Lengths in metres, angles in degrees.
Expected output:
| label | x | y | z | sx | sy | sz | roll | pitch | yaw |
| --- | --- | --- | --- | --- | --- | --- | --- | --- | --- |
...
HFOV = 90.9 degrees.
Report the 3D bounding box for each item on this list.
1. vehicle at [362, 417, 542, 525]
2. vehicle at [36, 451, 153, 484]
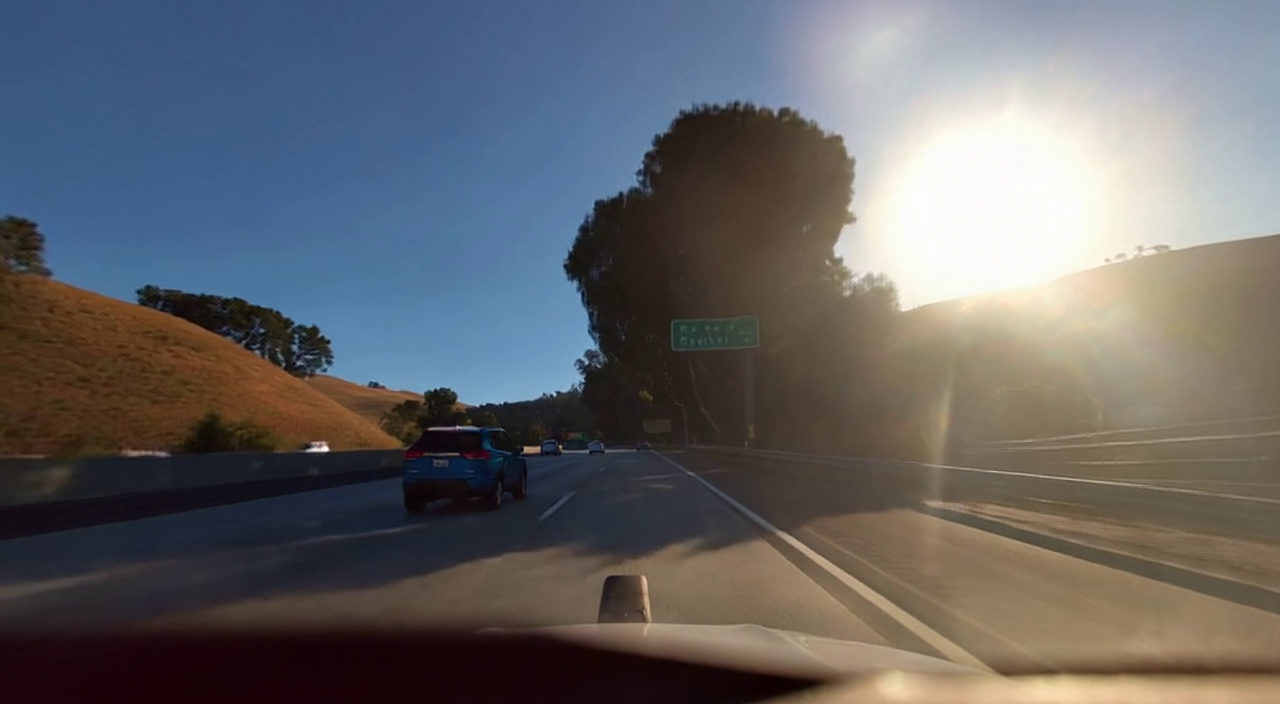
| label | x | y | z | sx | sy | sz | roll | pitch | yaw |
| --- | --- | --- | --- | --- | --- | --- | --- | --- | --- |
| vehicle | -3.390 | 2.232 | 12.453 | 2.138 | 1.718 | 4.415 | -1 | -8 | 1 |
| vehicle | -28.246 | 5.969 | 32.902 | 1.795 | 1.482 | 4.774 | -1 | -8 | 0 |
